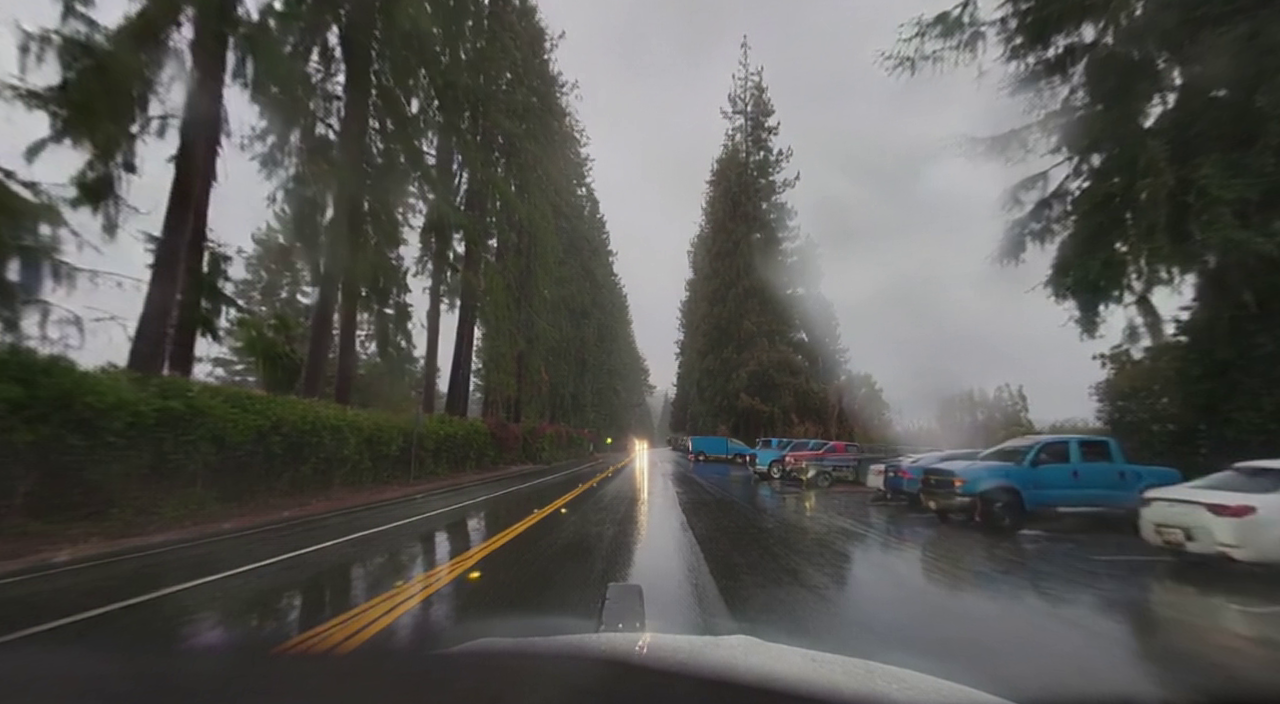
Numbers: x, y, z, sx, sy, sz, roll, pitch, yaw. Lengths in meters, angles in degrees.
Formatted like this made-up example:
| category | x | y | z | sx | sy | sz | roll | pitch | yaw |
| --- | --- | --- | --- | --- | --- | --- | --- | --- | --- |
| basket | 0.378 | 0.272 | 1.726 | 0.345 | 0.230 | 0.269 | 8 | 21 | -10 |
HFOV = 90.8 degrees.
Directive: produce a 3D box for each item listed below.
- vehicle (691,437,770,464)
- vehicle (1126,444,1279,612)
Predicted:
| category | x | y | z | sx | sy | sz | roll | pitch | yaw |
| --- | --- | --- | --- | --- | --- | --- | --- | --- | --- |
| vehicle | 7.024 | 7.775 | 49.798 | 5.797 | 2.070 | 2.502 | 0 | -8 | 0 |
| vehicle | 7.814 | 1.749 | 6.651 | 3.793 | 1.545 | 1.887 | 0 | -8 | -1 |
